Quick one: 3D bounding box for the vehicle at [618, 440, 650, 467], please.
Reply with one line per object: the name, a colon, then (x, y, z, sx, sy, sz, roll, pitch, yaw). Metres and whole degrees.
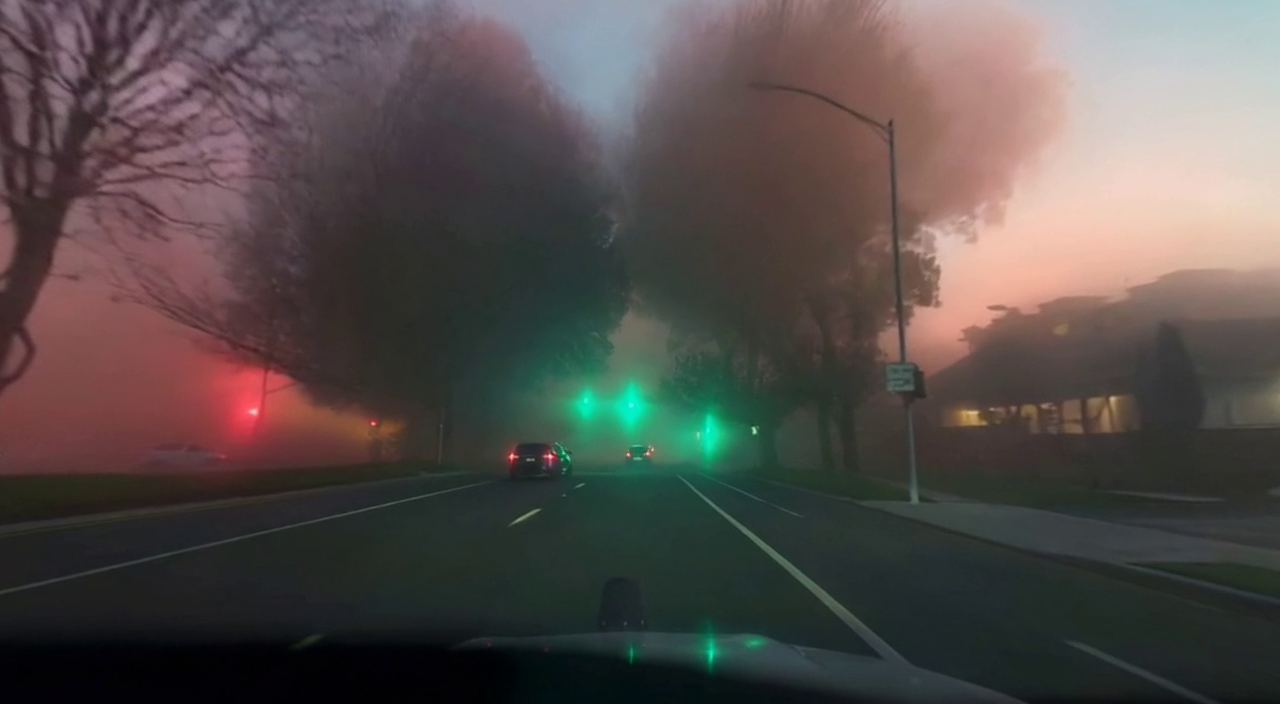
vehicle: (-0.392, 7.068, 43.853, 2.153, 1.764, 4.047, 0, -8, 1)

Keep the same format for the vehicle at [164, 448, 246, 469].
vehicle: (-33.336, 8.173, 48.379, 4.812, 1.496, 1.988, 0, -8, 2)

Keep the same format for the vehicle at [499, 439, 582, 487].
vehicle: (-3.283, 3.783, 21.763, 2.015, 1.470, 4.458, 0, -8, 2)
